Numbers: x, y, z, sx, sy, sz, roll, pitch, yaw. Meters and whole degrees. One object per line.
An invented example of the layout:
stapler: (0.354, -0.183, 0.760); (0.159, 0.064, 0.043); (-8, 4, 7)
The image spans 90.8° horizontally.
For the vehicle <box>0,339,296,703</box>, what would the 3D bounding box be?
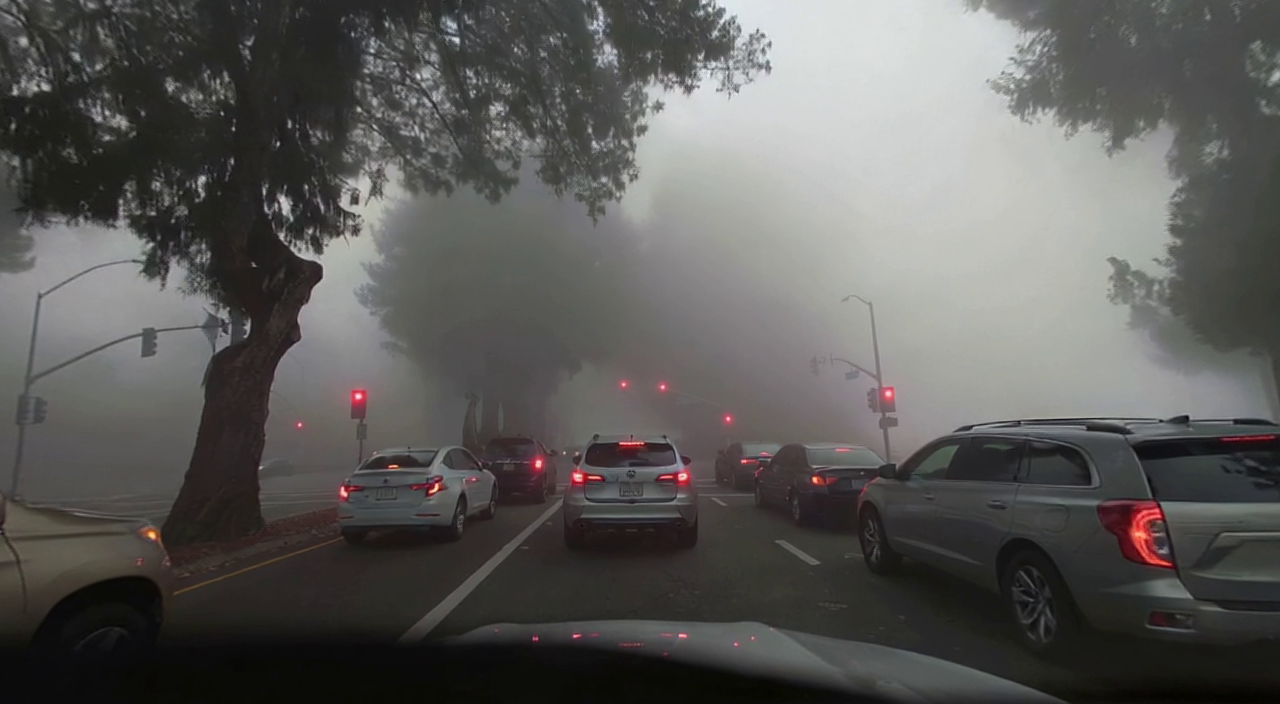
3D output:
vehicle: (-3.653, 0.834, 2.551); (2.047, 1.764, 4.369); (0, -8, 0)

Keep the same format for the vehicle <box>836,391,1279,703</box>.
vehicle: (3.394, 1.307, 5.426); (1.933, 1.564, 4.600); (0, -8, 0)

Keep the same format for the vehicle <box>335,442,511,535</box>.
vehicle: (-3.929, 2.504, 12.341); (1.919, 1.459, 4.371); (0, -8, -1)

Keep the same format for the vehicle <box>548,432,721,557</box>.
vehicle: (-0.078, 2.005, 9.599); (2.061, 1.470, 3.970); (0, -8, 0)

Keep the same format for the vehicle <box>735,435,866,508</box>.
vehicle: (3.640, 2.780, 15.254); (1.922, 1.472, 4.440); (0, -8, -1)
